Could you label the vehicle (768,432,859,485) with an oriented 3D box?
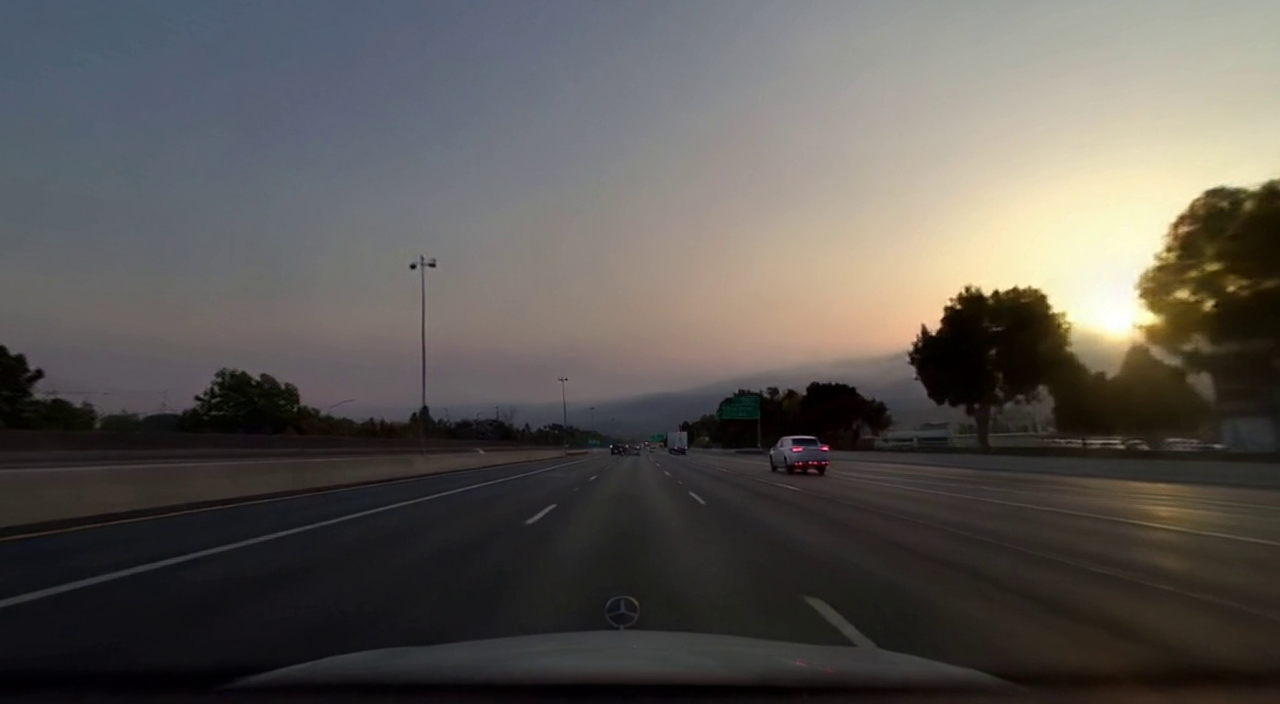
[{"bbox_3d":[6.316,3.938,23.577,2.096,1.767,4.601,0,-9,0],"label":"vehicle"}]
